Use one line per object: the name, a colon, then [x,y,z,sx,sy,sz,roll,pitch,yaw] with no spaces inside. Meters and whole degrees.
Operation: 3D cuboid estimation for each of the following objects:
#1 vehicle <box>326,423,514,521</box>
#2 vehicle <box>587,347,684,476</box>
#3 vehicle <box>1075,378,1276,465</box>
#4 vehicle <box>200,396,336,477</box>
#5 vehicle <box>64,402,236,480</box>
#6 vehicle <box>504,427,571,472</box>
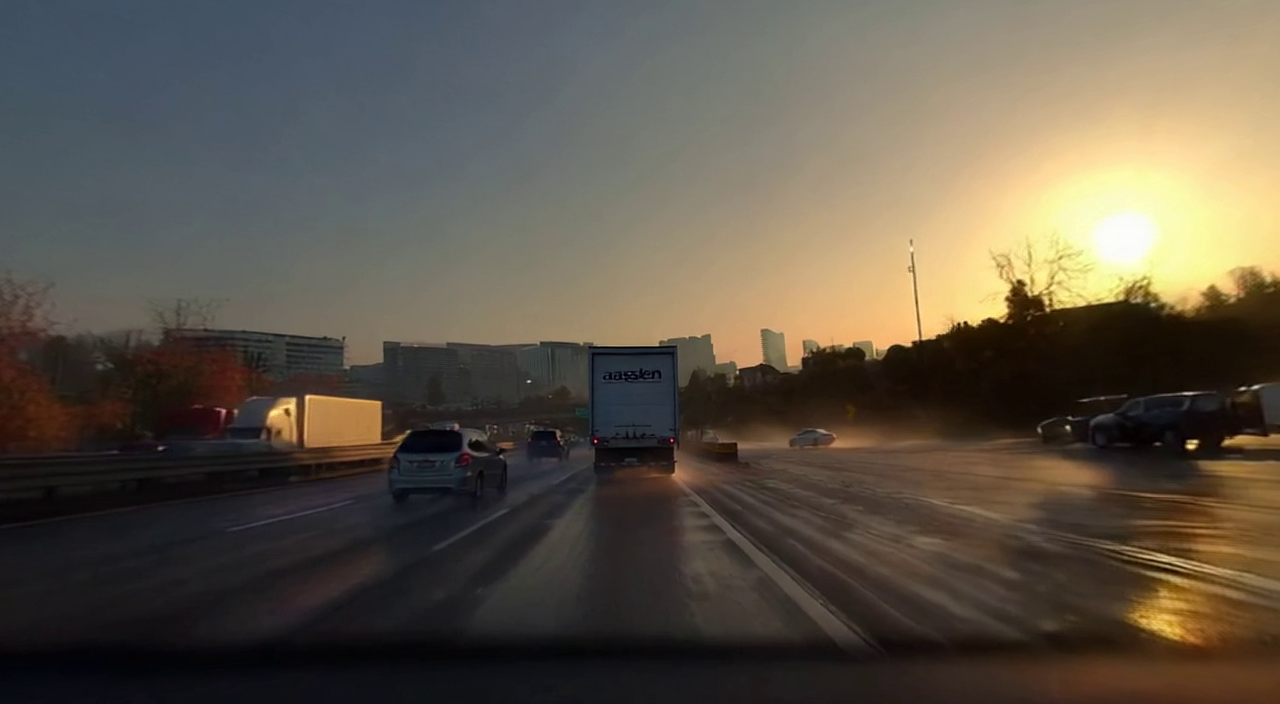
vehicle: [-3.856,2.154,11.963,1.964,1.507,4.361,0,-8,0]
vehicle: [-0.260,2.665,26.167,3.171,4.204,11.036,0,-8,-1]
vehicle: [18.866,2.564,22.667,2.432,2.753,5.388,0,-8,1]
vehicle: [-18.992,4.369,32.674,3.004,3.780,6.115,-1,-7,3]
vehicle: [-22.728,4.167,29.768,2.378,3.231,6.822,0,-8,1]
vehicle: [-3.931,3.804,24.742,1.946,1.599,4.073,0,-8,0]
